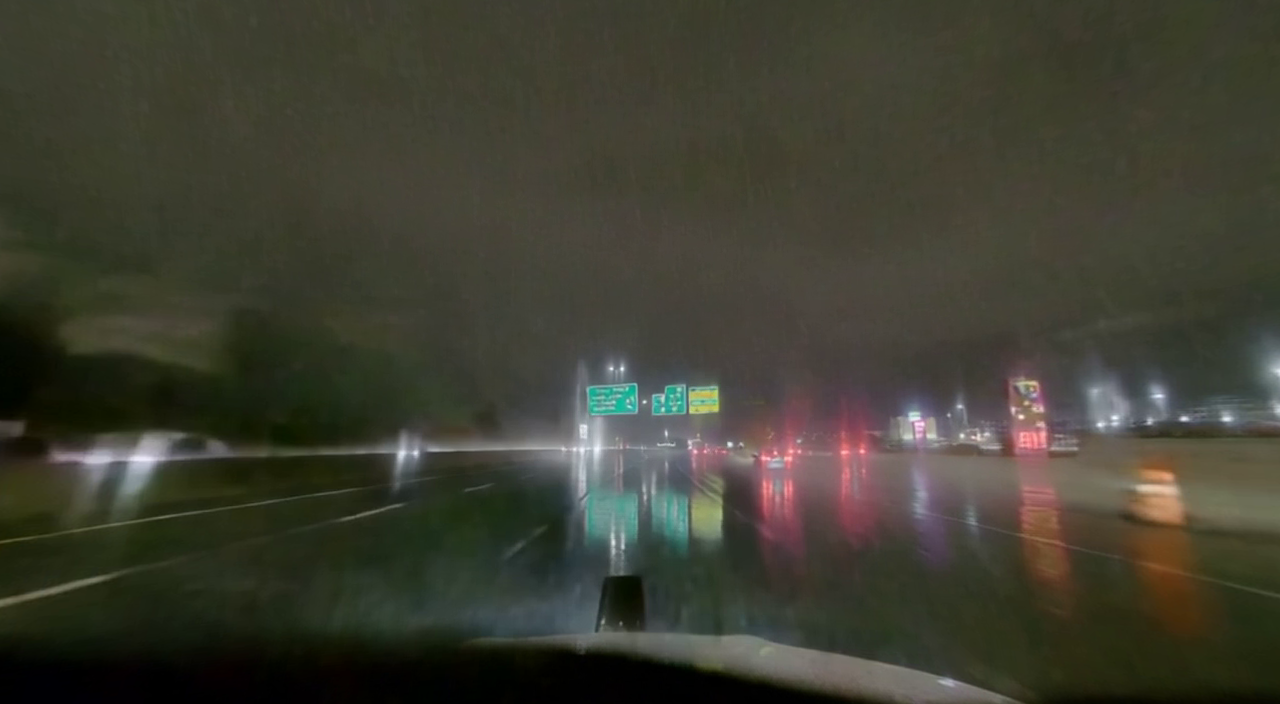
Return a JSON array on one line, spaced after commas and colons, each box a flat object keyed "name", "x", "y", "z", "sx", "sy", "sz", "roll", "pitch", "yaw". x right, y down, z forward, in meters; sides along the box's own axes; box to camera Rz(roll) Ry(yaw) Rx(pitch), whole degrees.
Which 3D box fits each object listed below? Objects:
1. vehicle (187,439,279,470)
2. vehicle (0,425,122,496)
[{"name": "vehicle", "x": -26.311, "y": 6.644, "z": 40.993, "sx": 2.248, "sy": 1.848, "sz": 5.472, "roll": 0, "pitch": -9, "yaw": 1}, {"name": "vehicle", "x": -16.151, "y": 2.716, "z": 15.845, "sx": 2.081, "sy": 1.656, "sz": 4.819, "roll": 0, "pitch": -9, "yaw": 0}]
